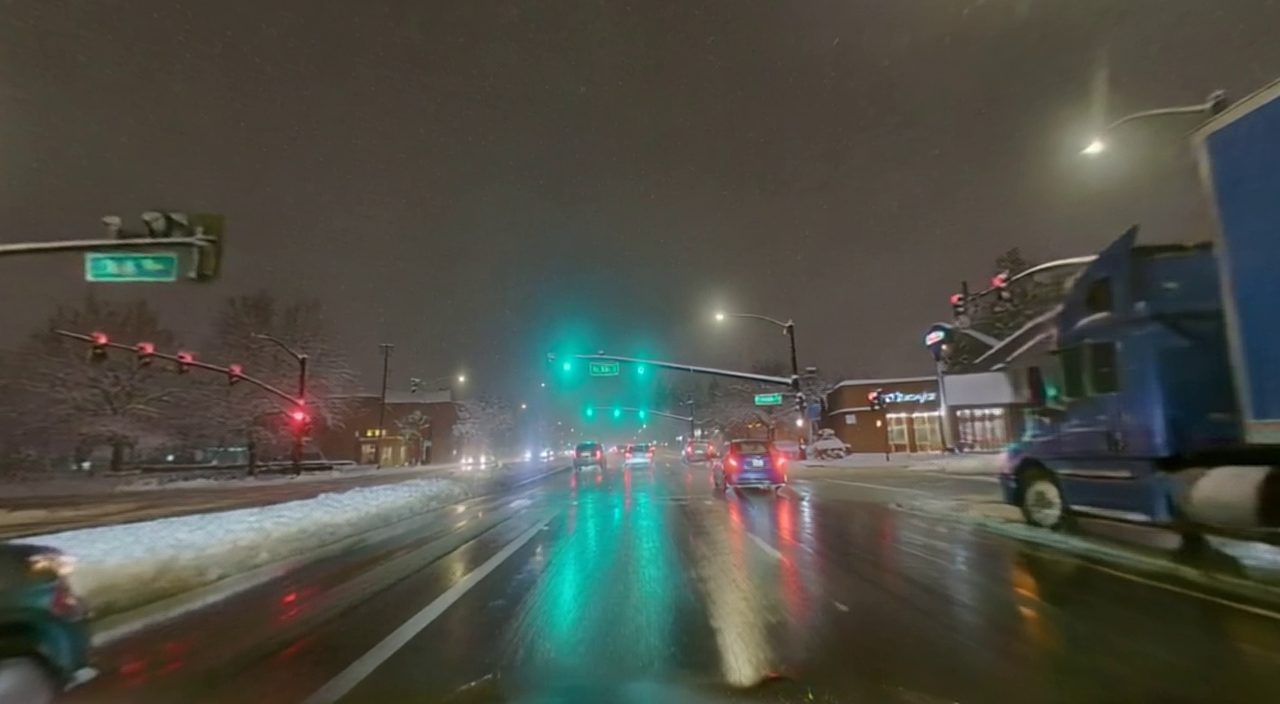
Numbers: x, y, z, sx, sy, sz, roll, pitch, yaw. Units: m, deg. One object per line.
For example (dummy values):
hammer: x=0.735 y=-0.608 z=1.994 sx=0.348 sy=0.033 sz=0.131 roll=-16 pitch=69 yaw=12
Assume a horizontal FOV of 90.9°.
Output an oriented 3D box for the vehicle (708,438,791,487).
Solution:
vehicle: x=3.563 y=3.672 z=21.280 sx=1.972 sy=1.452 sz=4.189 roll=0 pitch=-8 yaw=-1

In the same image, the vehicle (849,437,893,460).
vehicle: x=14.446 y=5.998 z=39.227 sx=1.920 sy=1.346 sz=4.247 roll=-5 pitch=-9 yaw=27

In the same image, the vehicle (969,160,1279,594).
vehicle: x=7.129 y=0.309 z=6.096 sx=3.159 sy=3.716 sz=8.959 roll=0 pitch=-8 yaw=1

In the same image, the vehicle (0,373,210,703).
vehicle: x=-3.187 y=0.638 z=0.688 sx=2.024 sy=1.529 sz=4.741 roll=0 pitch=-8 yaw=1

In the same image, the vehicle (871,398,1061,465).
vehicle: x=16.831 y=4.235 z=33.136 sx=8.201 sy=3.281 sz=2.759 roll=-1 pitch=-8 yaw=7

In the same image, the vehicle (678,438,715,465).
vehicle: x=3.683 y=6.580 z=41.965 sx=2.050 sy=1.683 sz=3.990 roll=0 pitch=-8 yaw=0

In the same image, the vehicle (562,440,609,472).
vehicle: x=-2.759 y=5.336 z=32.647 sx=2.003 sy=1.509 sz=4.396 roll=0 pitch=-8 yaw=1
